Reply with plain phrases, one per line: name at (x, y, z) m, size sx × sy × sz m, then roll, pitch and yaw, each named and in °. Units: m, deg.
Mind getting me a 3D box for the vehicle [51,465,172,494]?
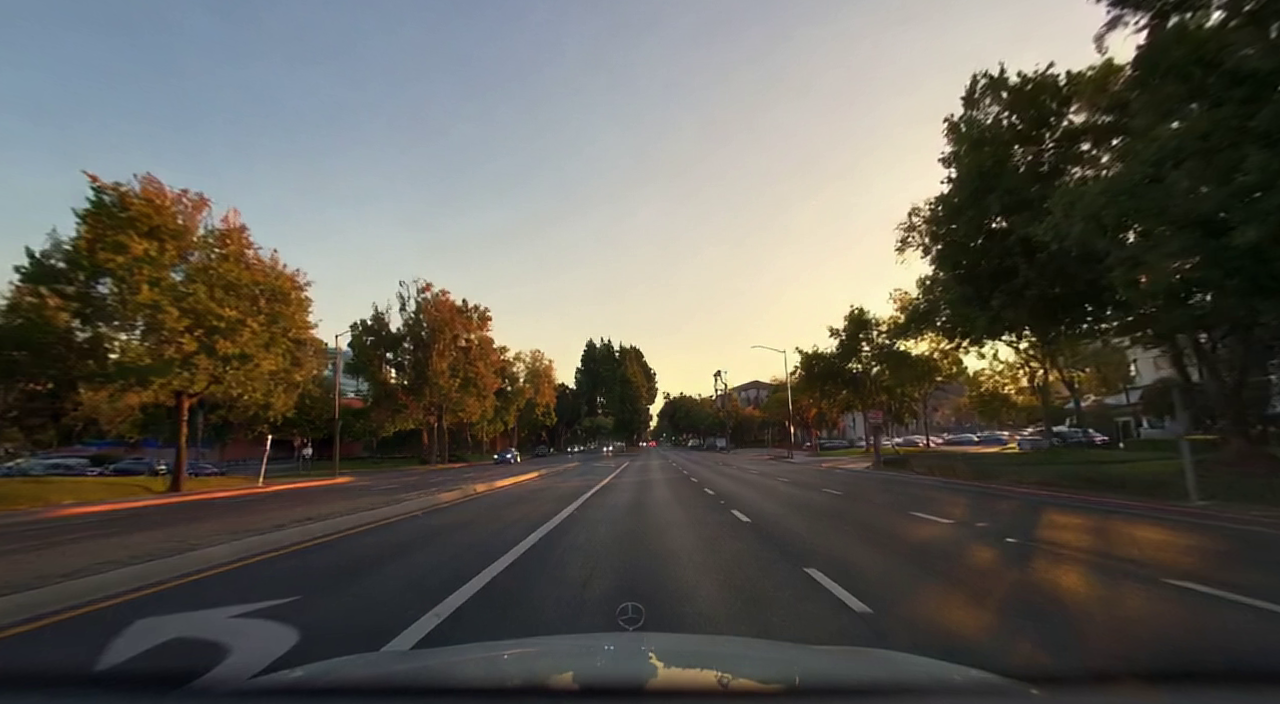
vehicle at (-28.884, 6.973, 34.589) m, size 4.678 × 1.384 × 1.920 m, roll 1°, pitch -8°, yaw -7°
